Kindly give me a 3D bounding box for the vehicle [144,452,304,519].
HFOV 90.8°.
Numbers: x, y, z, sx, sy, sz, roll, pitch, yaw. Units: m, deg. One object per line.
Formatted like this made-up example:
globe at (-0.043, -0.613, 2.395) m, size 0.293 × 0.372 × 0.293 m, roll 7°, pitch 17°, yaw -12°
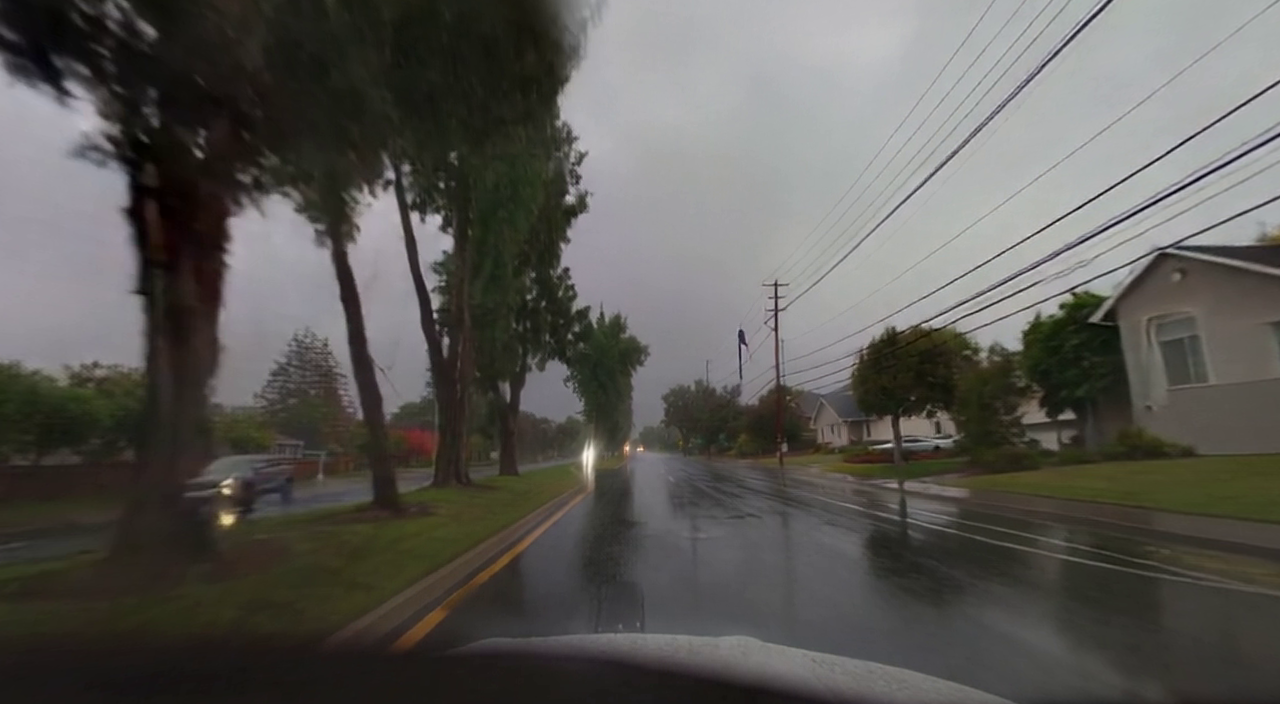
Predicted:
vehicle at (-13.440, 4.283, 20.885) m, size 2.112 × 1.847 × 4.765 m, roll 0°, pitch -8°, yaw -2°
